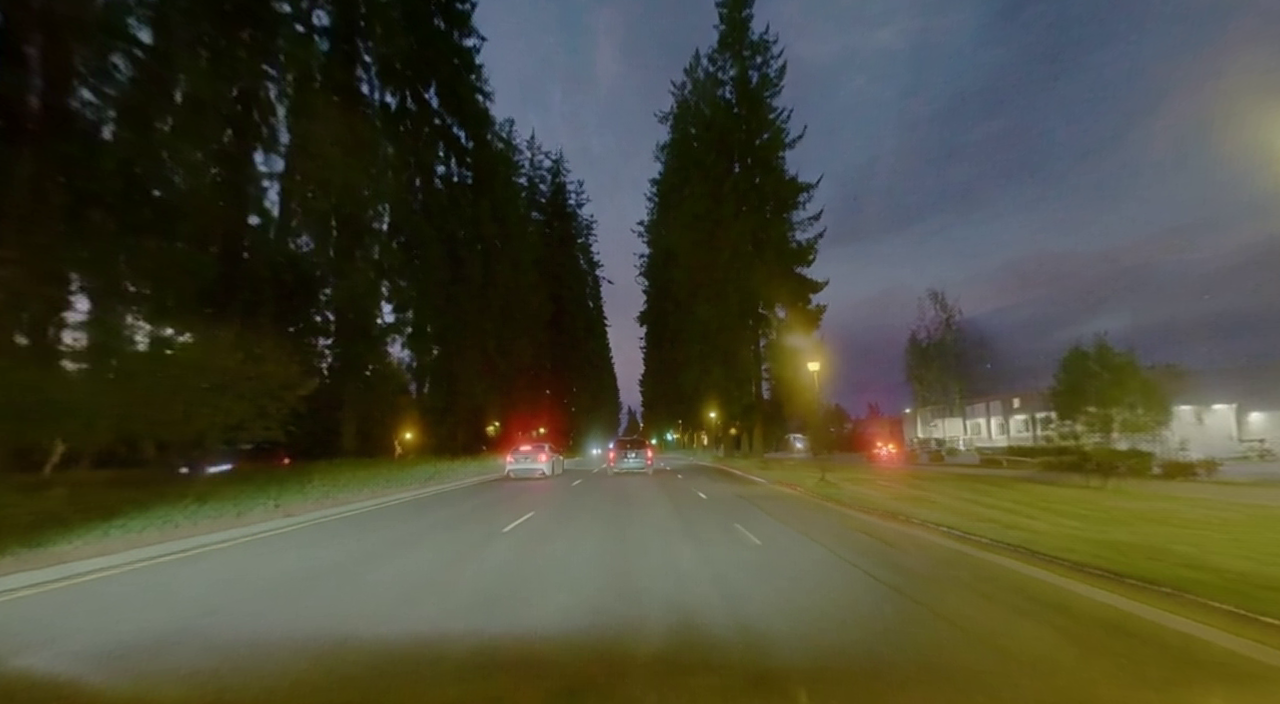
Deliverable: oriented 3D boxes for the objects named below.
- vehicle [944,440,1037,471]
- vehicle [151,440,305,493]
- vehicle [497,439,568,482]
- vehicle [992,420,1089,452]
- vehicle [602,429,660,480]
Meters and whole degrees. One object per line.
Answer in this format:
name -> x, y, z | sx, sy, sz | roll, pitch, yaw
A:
vehicle -> 20.875, 6.174, 37.775 | 4.387, 1.752, 1.903 | 0, -8, -3
vehicle -> -16.422, 4.566, 25.736 | 2.306, 1.890, 5.822 | 0, -8, 0
vehicle -> -3.961, 4.075, 24.020 | 1.917, 1.448, 4.178 | 0, -8, 1
vehicle -> 19.994, 4.214, 31.648 | 3.567, 1.521, 1.879 | 0, -8, -5
vehicle -> -0.348, 3.848, 23.923 | 2.018, 1.769, 3.897 | 0, -8, -1
